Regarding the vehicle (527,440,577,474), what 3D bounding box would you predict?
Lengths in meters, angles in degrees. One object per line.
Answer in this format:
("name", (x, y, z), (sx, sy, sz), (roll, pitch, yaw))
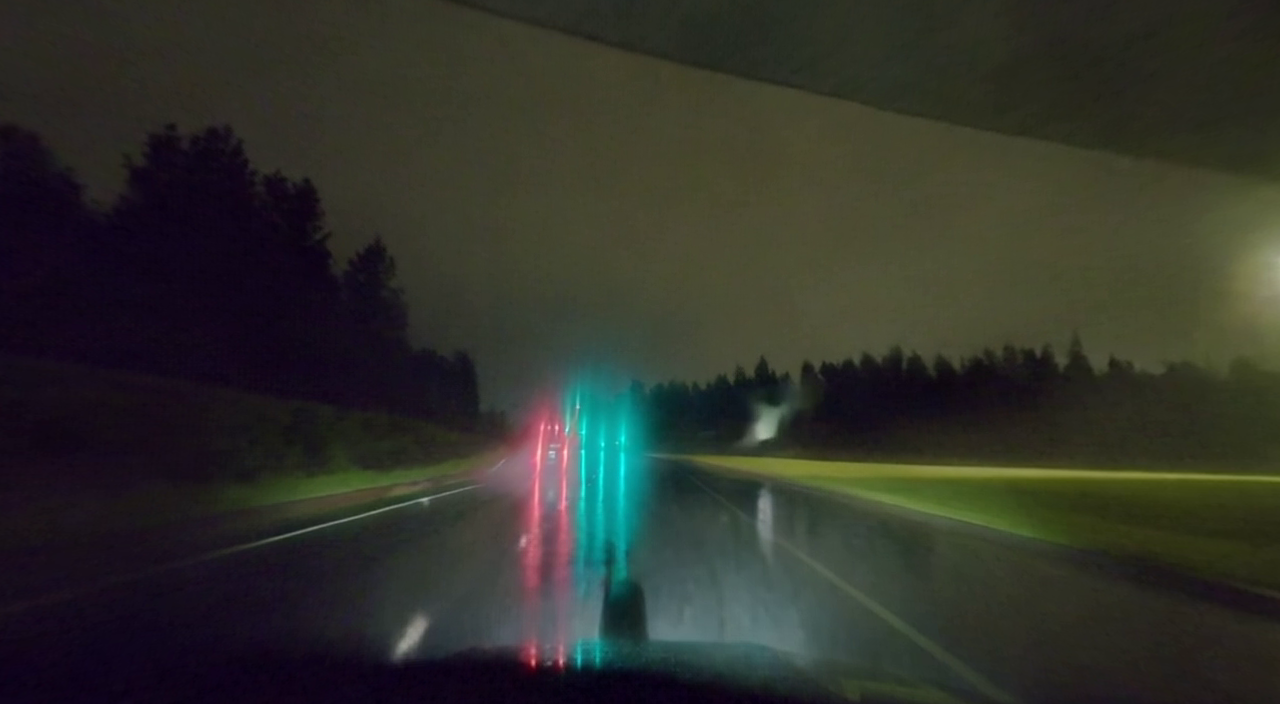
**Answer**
("vehicle", (-4.167, 5.048, 30.507), (1.968, 1.503, 4.443), (0, -8, -2))
